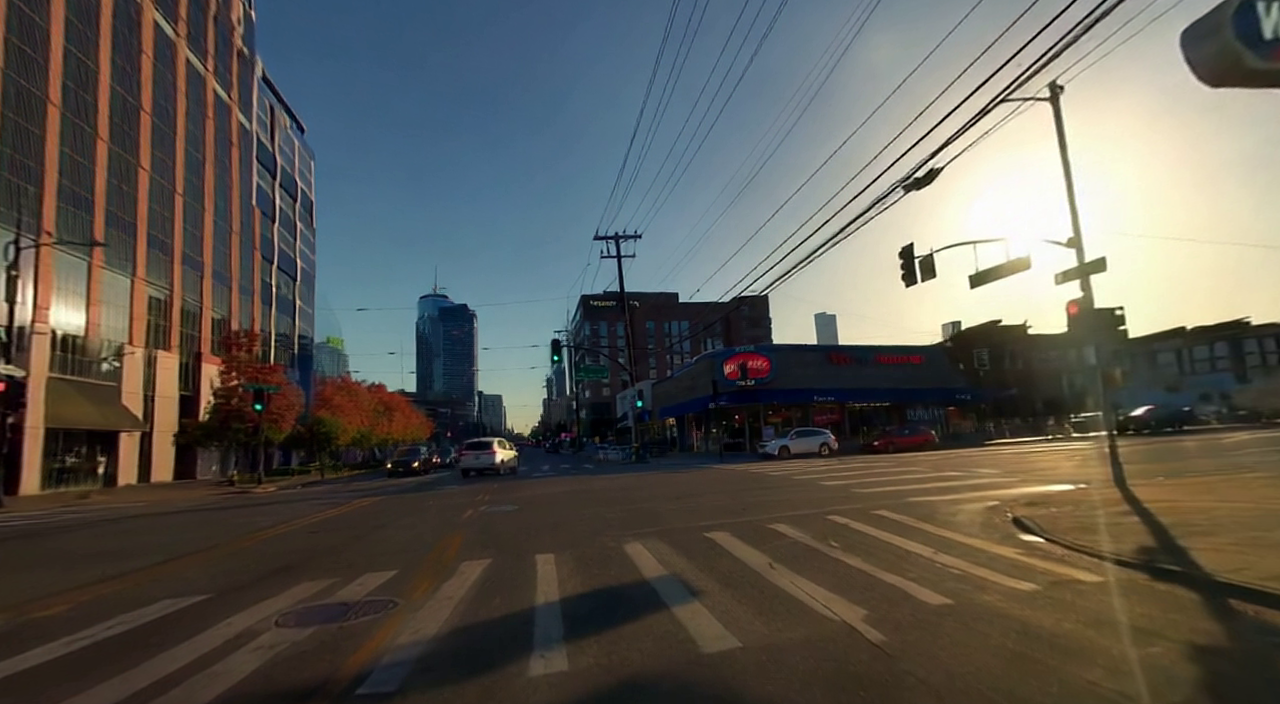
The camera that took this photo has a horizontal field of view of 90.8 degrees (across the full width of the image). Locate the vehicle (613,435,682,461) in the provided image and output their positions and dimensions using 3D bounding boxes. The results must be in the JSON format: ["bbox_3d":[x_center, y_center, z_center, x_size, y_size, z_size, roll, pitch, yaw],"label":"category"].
[{"bbox_3d":[0.501,6.675,43.933,4.506,1.733,1.857,2,-9,-16],"label":"vehicle"}]

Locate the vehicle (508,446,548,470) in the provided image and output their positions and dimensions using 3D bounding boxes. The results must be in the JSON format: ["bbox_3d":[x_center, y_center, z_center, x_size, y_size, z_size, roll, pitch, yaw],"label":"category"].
[{"bbox_3d":[-8.545,8.011,47.917,1.968,1.675,4.177,4,-9,-25],"label":"vehicle"}]

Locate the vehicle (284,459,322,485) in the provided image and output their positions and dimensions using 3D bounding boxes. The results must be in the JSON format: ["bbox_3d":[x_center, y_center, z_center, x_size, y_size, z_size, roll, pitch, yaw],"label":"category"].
[{"bbox_3d":[-22.809,8.055,42.671,1.944,1.520,4.512,5,-10,-30],"label":"vehicle"}]

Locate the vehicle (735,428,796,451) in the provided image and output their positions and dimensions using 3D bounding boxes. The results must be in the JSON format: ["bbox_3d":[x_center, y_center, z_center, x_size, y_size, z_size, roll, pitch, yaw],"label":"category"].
[{"bbox_3d":[8.292,5.858,42.081,1.866,1.430,3.901,5,-10,-30],"label":"vehicle"}]

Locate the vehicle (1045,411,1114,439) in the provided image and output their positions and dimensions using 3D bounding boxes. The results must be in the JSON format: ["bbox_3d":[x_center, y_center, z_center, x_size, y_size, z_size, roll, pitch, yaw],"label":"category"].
[{"bbox_3d":[34.200,5.664,49.165,5.209,1.774,2.210,-1,-5,-30],"label":"vehicle"}]

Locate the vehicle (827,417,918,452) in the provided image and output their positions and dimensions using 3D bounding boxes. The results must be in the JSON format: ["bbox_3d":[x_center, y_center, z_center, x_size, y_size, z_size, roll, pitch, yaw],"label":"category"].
[{"bbox_3d":[12.466,4.440,33.789,4.474,1.788,2.039,4,-10,-28],"label":"vehicle"}]

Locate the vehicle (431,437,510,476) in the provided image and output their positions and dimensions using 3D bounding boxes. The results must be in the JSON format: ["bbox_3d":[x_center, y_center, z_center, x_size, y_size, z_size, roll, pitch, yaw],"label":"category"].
[{"bbox_3d":[-7.426,4.629,28.130,2.166,1.579,4.300,-1,-8,2],"label":"vehicle"}]

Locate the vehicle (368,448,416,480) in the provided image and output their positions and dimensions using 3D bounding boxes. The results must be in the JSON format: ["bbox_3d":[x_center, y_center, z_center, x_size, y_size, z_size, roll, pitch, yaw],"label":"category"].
[{"bbox_3d":[-12.537,5.625,32.113,2.036,1.443,4.429,3,-9,-20],"label":"vehicle"}]
